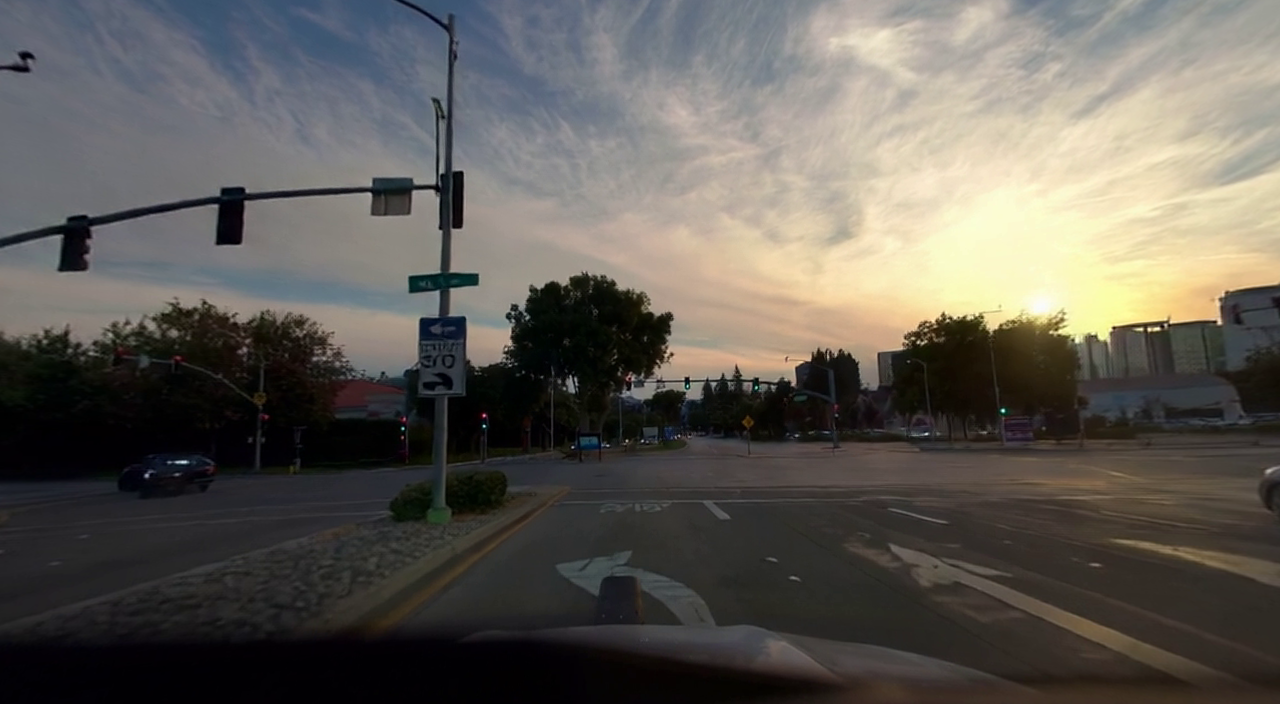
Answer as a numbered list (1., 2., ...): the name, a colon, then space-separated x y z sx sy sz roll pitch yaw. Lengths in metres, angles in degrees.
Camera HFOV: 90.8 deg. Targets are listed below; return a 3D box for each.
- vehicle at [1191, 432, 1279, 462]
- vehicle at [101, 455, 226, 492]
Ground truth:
1. vehicle: 32.430 5.038 33.509 4.636 1.527 2.476 2 -9 -14
2. vehicle: -24.374 6.192 32.452 4.706 1.734 2.253 -1 -8 6
